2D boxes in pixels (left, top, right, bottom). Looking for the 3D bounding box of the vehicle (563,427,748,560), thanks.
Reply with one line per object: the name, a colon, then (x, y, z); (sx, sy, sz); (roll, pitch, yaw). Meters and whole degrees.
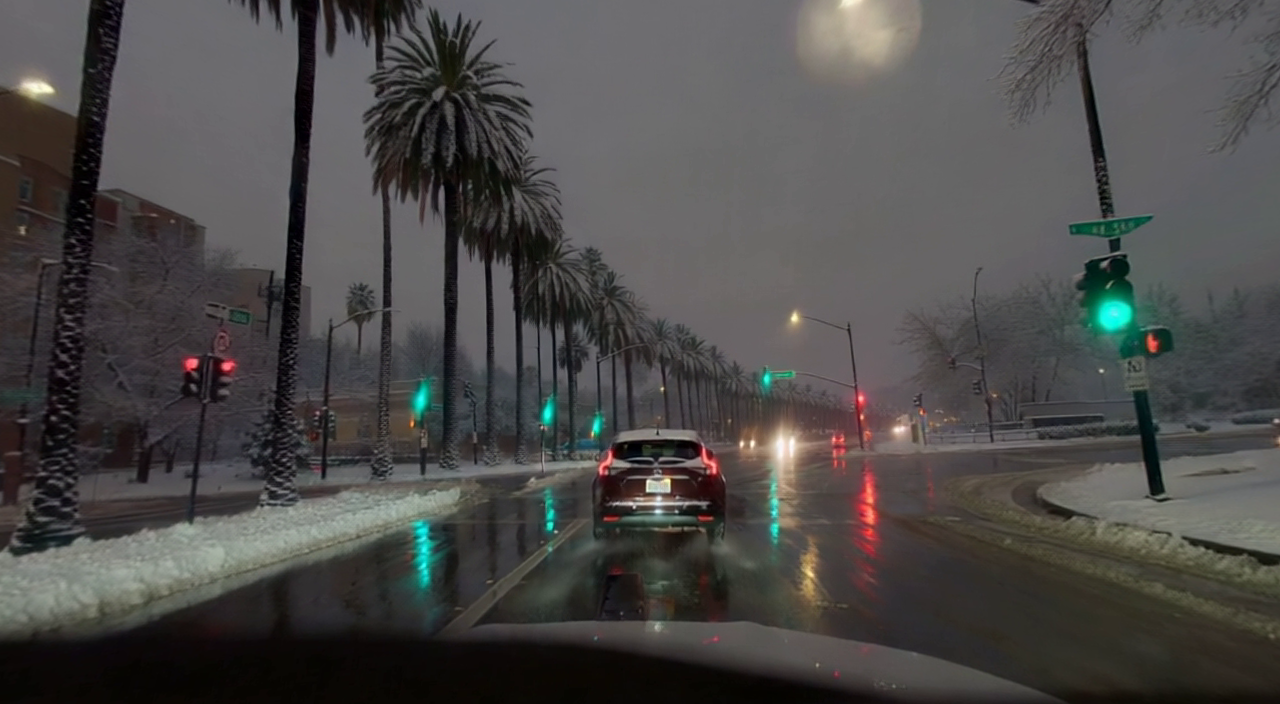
vehicle: (0.225, 1.914, 9.261); (2.096, 1.492, 4.071); (0, -9, 2)
